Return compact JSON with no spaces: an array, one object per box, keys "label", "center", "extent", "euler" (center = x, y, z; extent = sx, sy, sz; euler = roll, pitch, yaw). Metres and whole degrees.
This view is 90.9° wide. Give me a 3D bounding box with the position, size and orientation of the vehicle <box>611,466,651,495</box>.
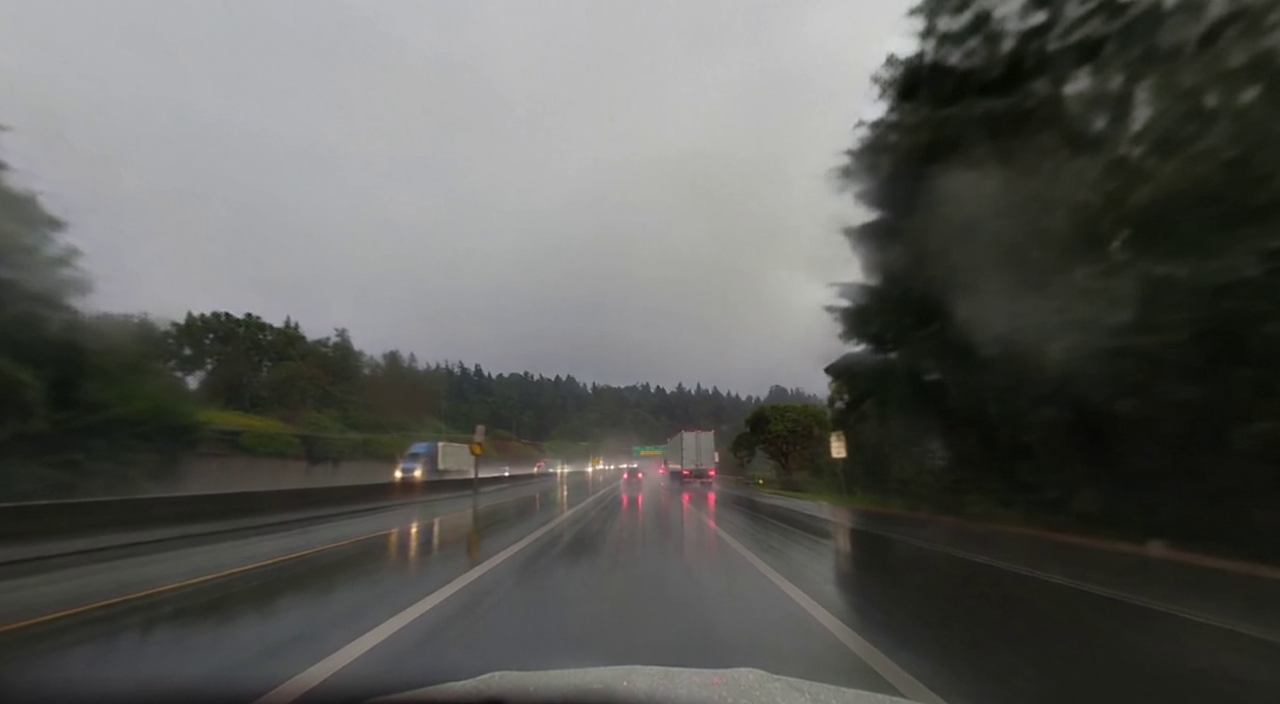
[{"label":"vehicle","center":[-0.517,6.967,34.347],"extent":[2.010,1.436,3.973],"euler":[1,-10,-1]}]
